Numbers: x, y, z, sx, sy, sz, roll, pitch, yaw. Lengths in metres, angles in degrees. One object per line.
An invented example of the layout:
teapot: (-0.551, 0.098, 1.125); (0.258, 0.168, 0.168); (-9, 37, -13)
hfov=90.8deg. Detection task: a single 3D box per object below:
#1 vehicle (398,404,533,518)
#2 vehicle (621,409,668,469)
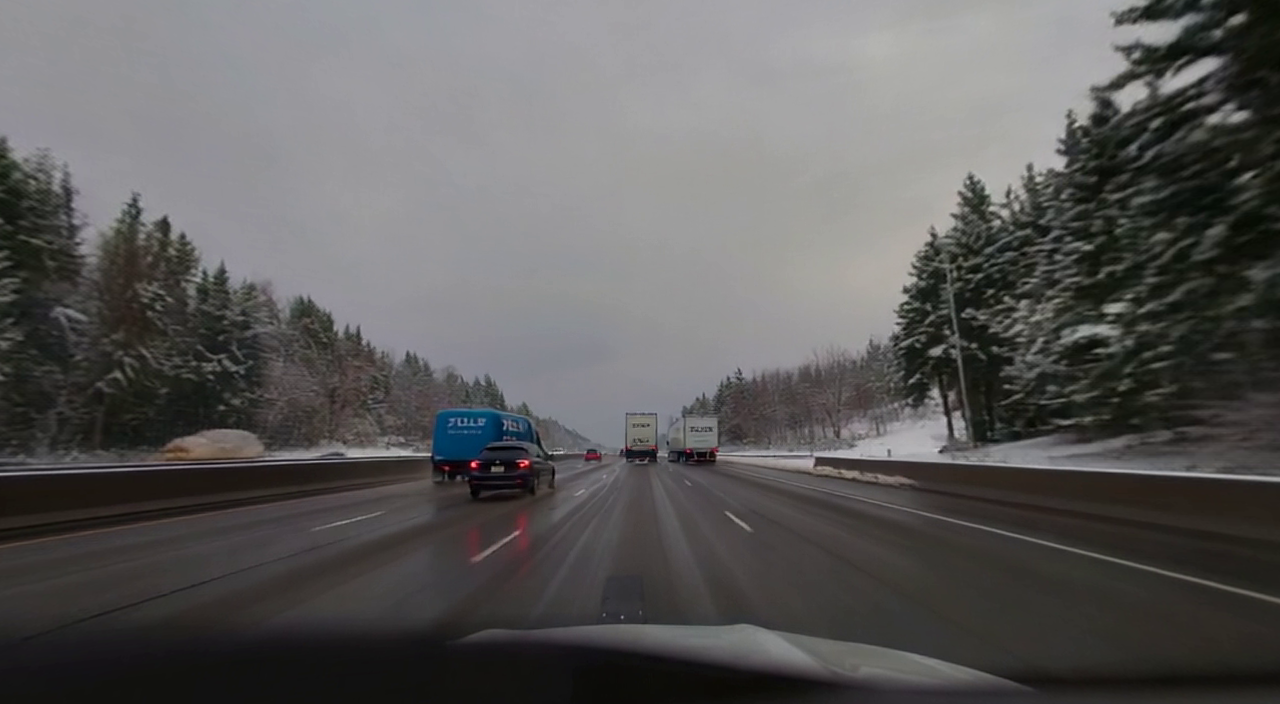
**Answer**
vehicle: (-3.757, 2.425, 14.299); (2.033, 2.234, 3.490); (0, -9, 0)
vehicle: (0.259, 6.802, 48.717); (3.201, 4.019, 10.918); (0, -9, 0)
